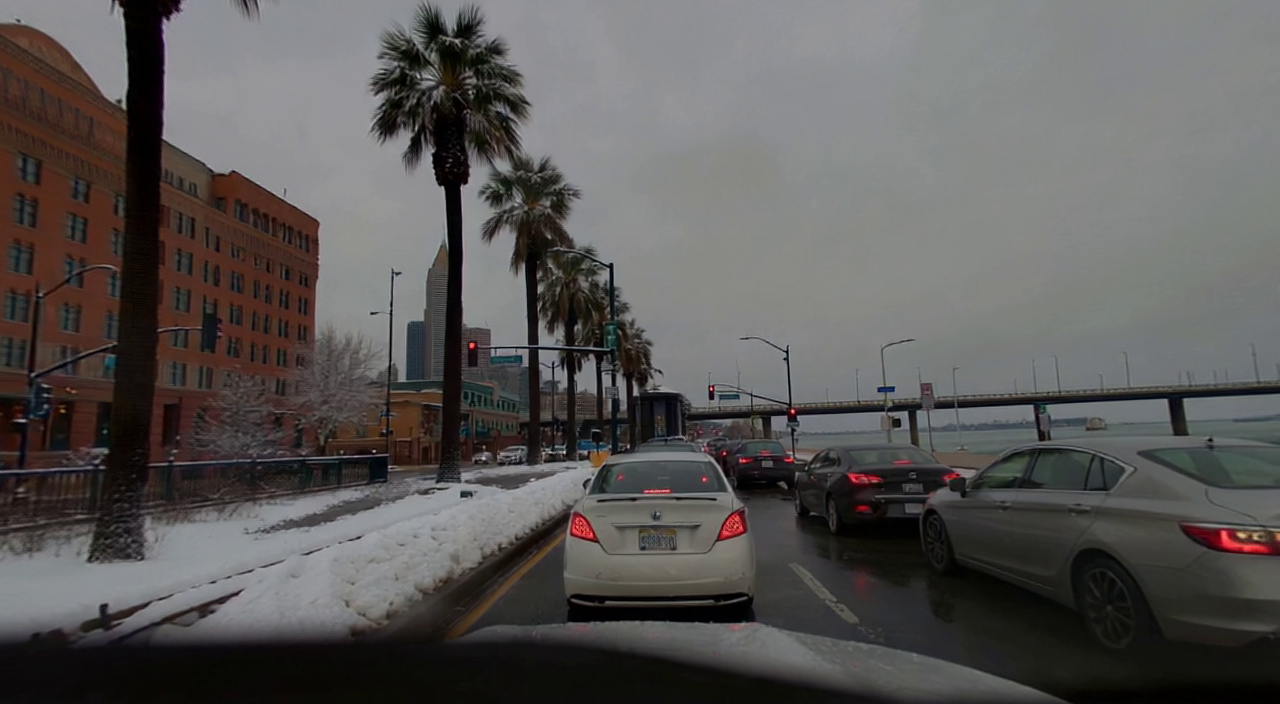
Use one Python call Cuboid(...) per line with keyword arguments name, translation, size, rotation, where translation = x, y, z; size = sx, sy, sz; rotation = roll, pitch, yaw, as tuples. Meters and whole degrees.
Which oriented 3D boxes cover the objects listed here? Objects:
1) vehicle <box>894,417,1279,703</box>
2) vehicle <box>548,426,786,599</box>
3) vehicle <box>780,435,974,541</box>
Cuboid(name="vehicle", translation=(3.911, 1.363, 5.089), size=(1.913, 1.469, 4.425), rotation=(0, -9, 0))
Cuboid(name="vehicle", translation=(0.263, 1.699, 7.484), size=(2.093, 1.503, 3.681), rotation=(0, -9, 1))
Cuboid(name="vehicle", translation=(3.889, 2.288, 11.321), size=(1.920, 1.490, 4.417), rotation=(-1, -9, 2))
